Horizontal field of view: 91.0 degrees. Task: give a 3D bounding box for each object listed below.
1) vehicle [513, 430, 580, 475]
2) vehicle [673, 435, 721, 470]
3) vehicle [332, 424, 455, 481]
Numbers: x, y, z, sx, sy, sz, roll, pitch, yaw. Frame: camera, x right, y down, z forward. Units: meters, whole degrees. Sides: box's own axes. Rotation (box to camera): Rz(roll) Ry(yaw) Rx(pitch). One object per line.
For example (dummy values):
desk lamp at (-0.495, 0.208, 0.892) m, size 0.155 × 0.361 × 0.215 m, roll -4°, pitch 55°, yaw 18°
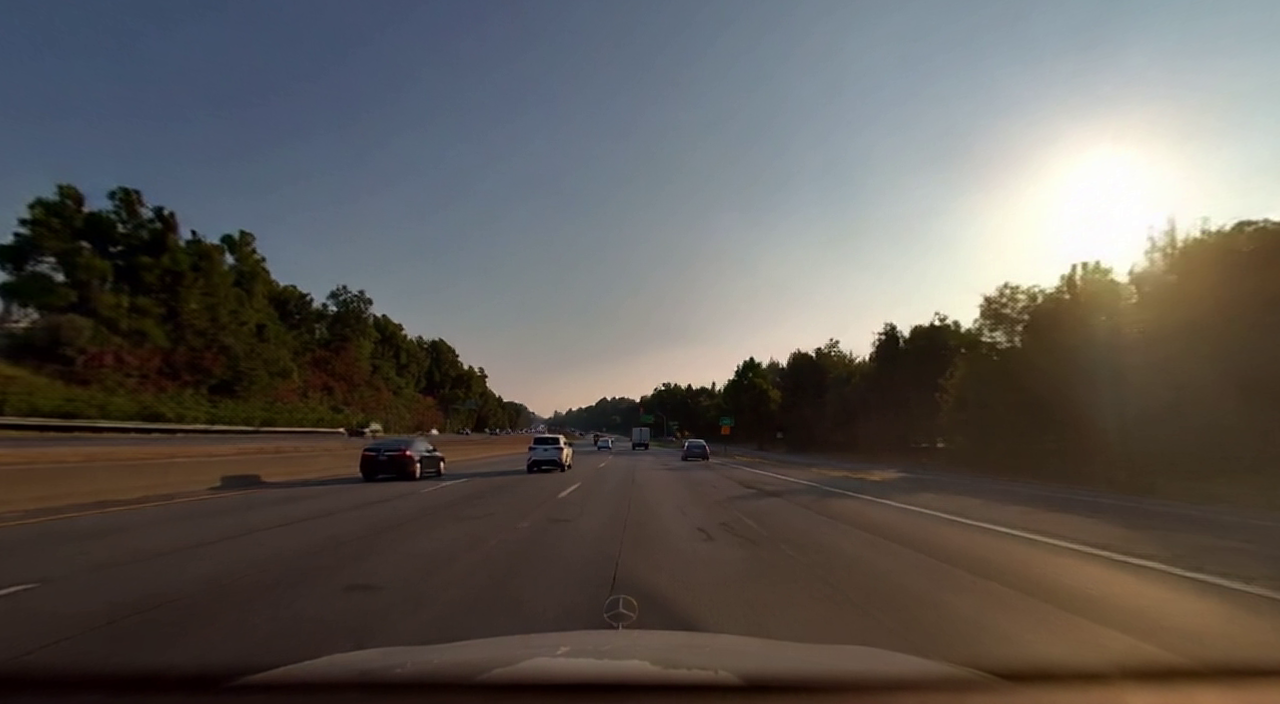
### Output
vehicle at (-3.678, 4.070, 25.607) m, size 2.002 × 1.680 × 4.301 m, roll 0°, pitch -9°, yaw 1°
vehicle at (2.949, 5.334, 33.516) m, size 2.053 × 1.698 × 4.097 m, roll 0°, pitch -9°, yaw -1°
vehicle at (-8.187, 3.413, 21.500) m, size 2.237 × 1.703 × 4.681 m, roll 0°, pitch -9°, yaw 1°
